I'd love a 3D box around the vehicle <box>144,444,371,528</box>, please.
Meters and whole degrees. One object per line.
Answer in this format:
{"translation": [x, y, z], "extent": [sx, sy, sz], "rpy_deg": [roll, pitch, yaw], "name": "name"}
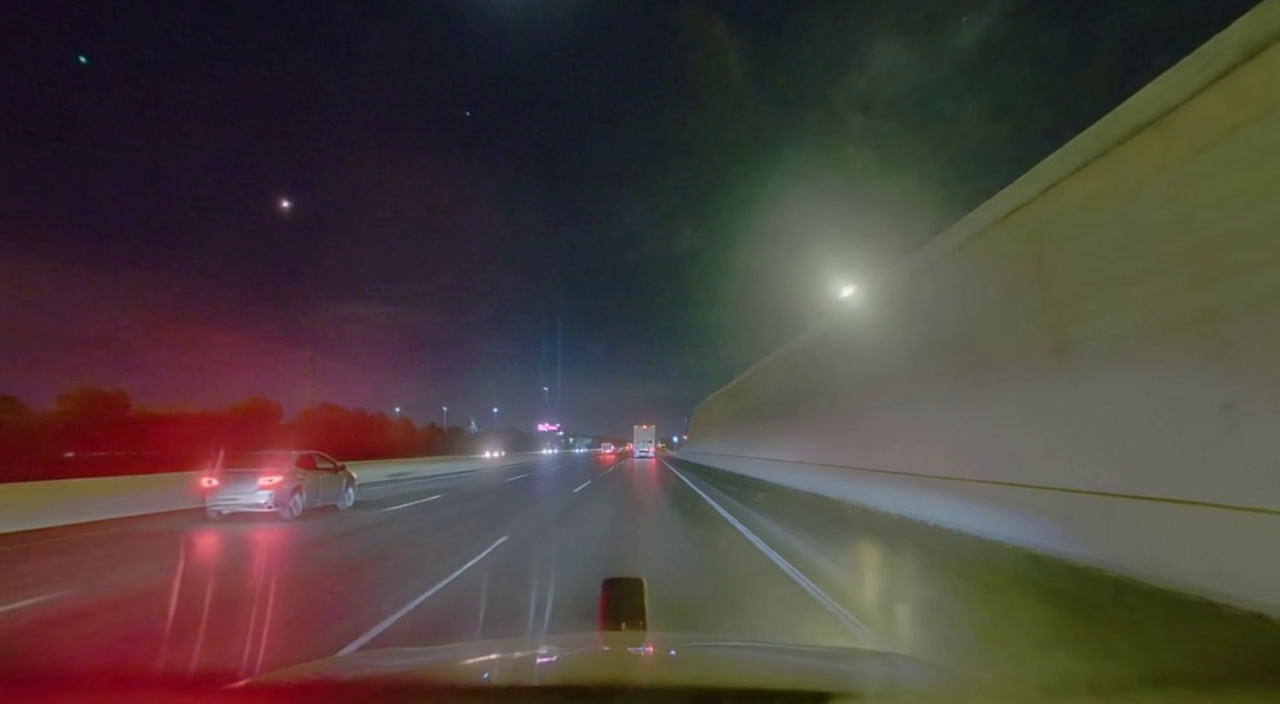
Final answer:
{"translation": [-7.751, 2.709, 13.459], "extent": [1.979, 1.470, 4.485], "rpy_deg": [0, -8, 1], "name": "vehicle"}
